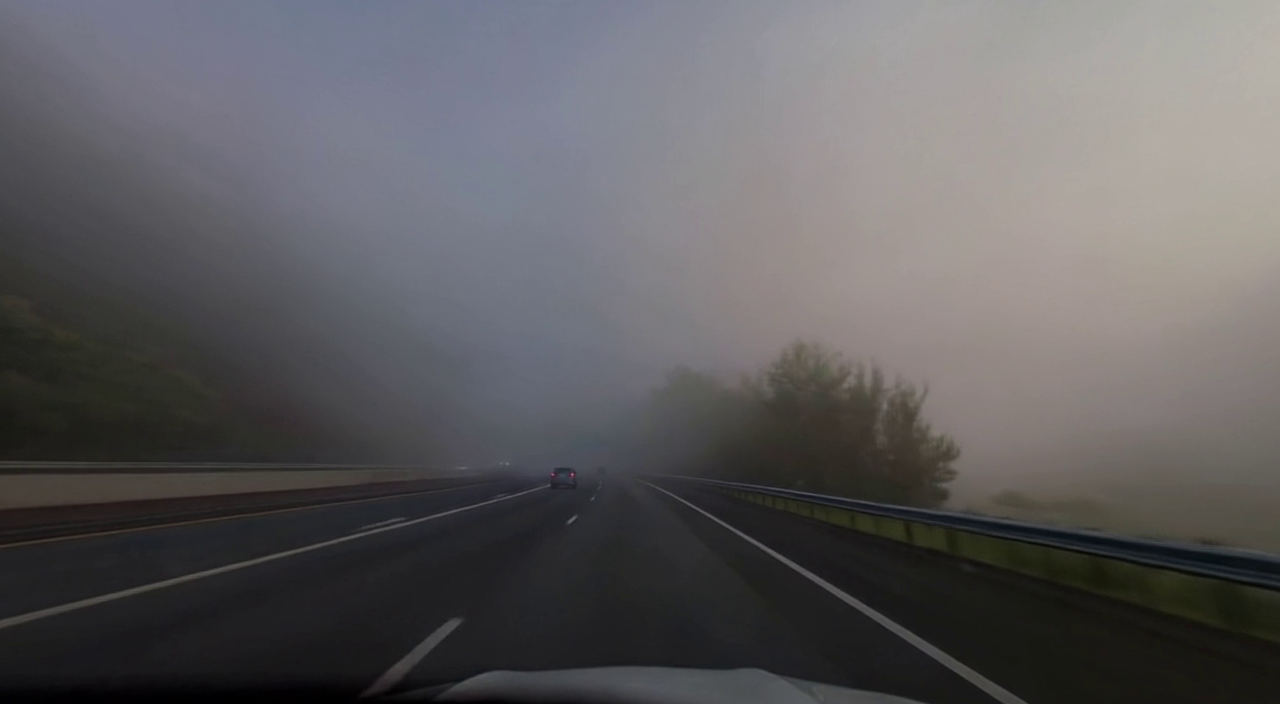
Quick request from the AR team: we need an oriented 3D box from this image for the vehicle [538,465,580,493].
[{"bbox_3d":[-4.868,7.715,38.377,2.115,1.546,4.638,1,-11,-2],"label":"vehicle"}]
